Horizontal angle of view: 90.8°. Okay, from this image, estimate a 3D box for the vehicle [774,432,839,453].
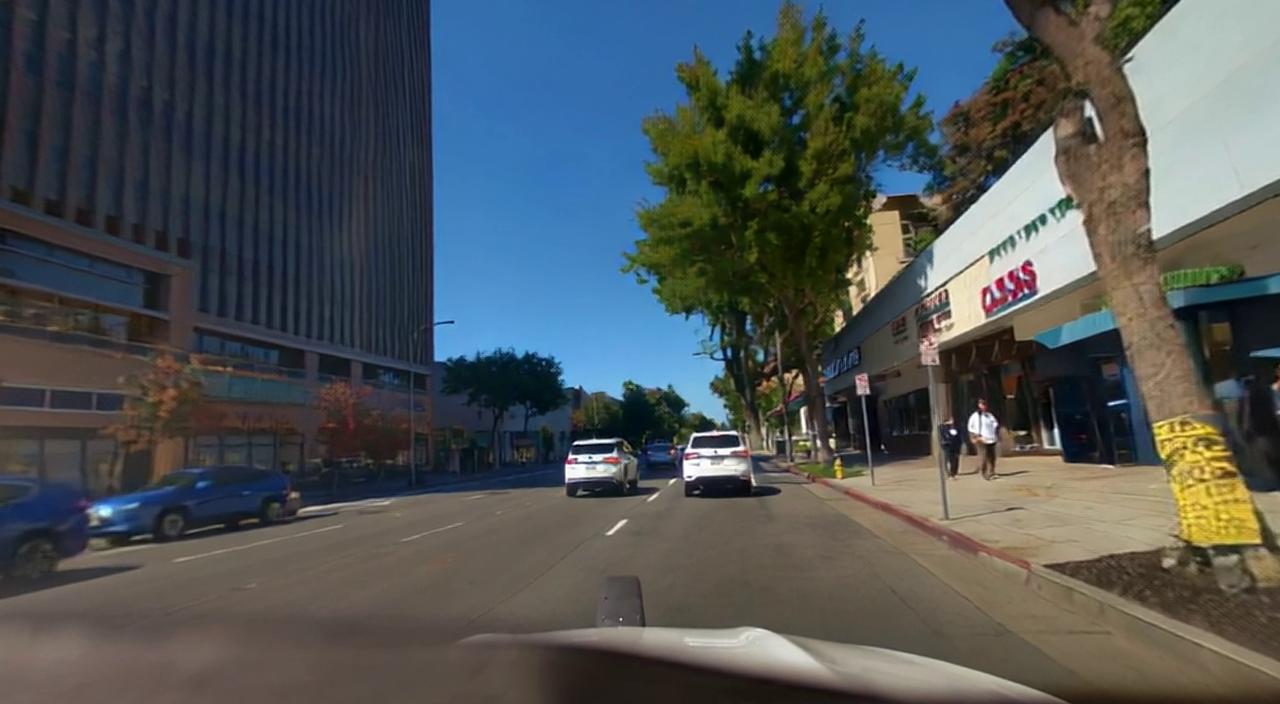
[{"bbox_3d":[12.549,6.853,47.872,4.426,1.490,1.862,-1,-8,4],"label":"vehicle"}]

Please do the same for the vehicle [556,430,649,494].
[{"bbox_3d":[-1.012,3.303,19.323,2.023,1.702,4.152,-1,-9,8],"label":"vehicle"}]

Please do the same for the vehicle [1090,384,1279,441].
[{"bbox_3d":[14.716,1.632,16.687,4.189,1.395,1.725,-1,-8,7],"label":"vehicle"}]

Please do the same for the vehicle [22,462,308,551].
[{"bbox_3d":[-10.534,3.409,14.784,2.103,1.514,5.374,-1,-8,7],"label":"vehicle"}]

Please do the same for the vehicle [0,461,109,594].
[{"bbox_3d":[-8.527,1.945,6.521,1.857,1.507,4.504,-1,-8,7],"label":"vehicle"}]

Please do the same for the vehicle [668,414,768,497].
[{"bbox_3d":[2.110,2.840,17.584,2.352,1.953,4.796,-1,-8,6],"label":"vehicle"}]
